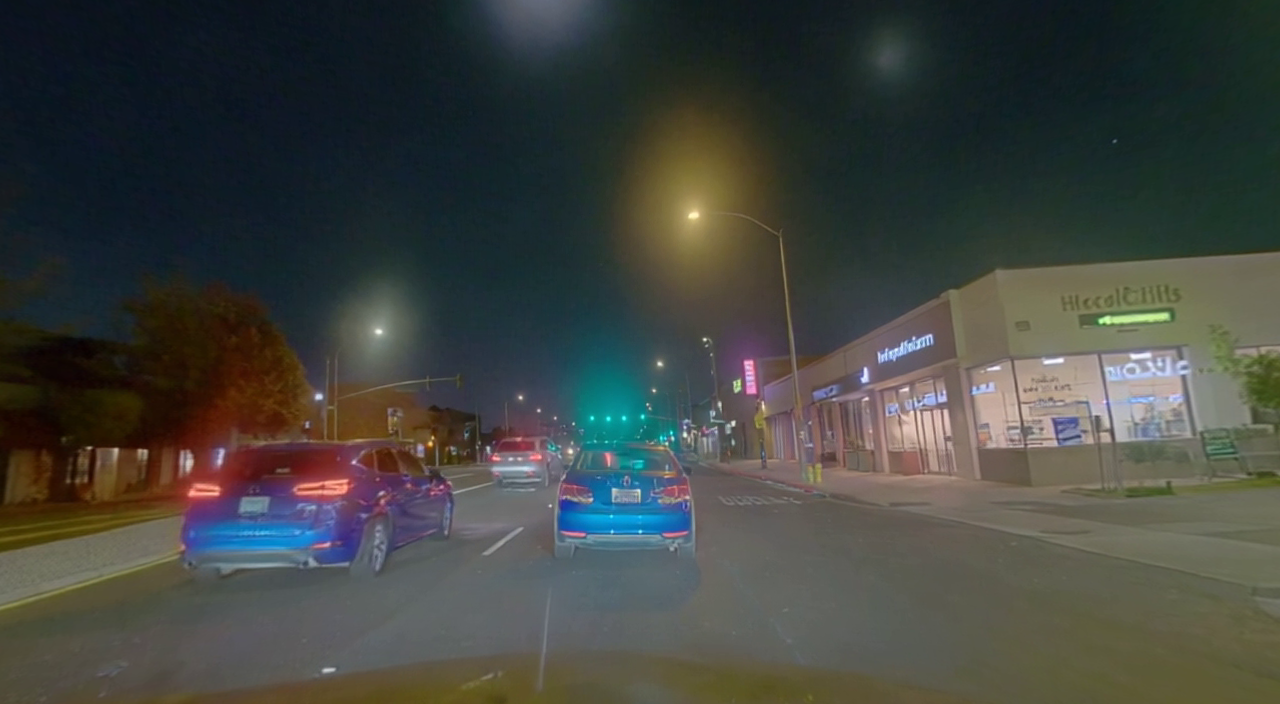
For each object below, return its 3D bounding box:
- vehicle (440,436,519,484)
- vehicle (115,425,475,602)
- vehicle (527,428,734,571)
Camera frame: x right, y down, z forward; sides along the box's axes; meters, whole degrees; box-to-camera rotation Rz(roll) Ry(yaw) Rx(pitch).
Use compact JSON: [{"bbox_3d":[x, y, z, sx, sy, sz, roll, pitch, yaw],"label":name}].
[{"bbox_3d":[-6.206,4.231,24.986,2.095,1.682,4.371,0,-9,-2],"label":"vehicle"},{"bbox_3d":[-3.449,1.670,7.388,1.905,1.473,4.016,0,-9,1],"label":"vehicle"},{"bbox_3d":[-0.105,1.850,8.671,2.160,1.482,4.037,0,-9,0],"label":"vehicle"}]
